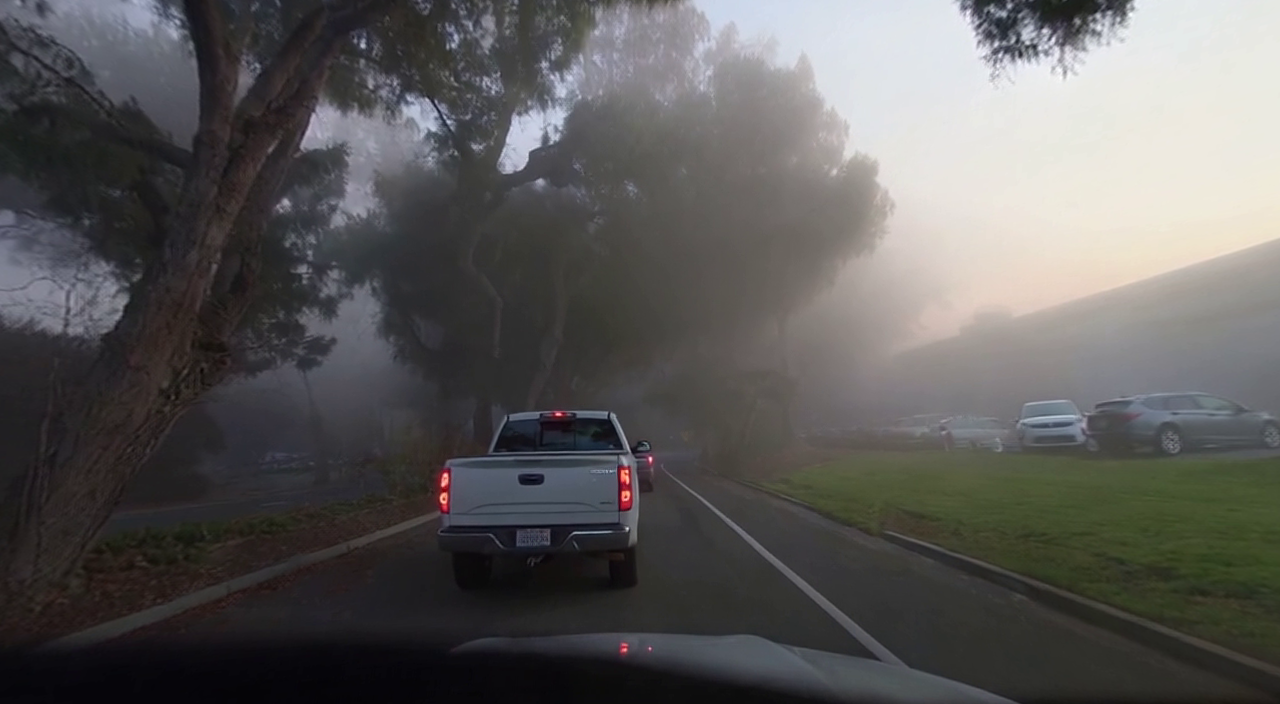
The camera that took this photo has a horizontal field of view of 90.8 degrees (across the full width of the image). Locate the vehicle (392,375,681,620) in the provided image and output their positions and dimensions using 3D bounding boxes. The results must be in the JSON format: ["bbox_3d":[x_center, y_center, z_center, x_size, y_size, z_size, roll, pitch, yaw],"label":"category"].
[{"bbox_3d":[-0.692,1.447,7.305,2.157,1.816,5.039,0,-8,2],"label":"vehicle"}]

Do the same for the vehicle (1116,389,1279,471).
[{"bbox_3d":[11.873,1.447,11.798,4.298,1.392,1.944,-1,-8,2],"label":"vehicle"}]
